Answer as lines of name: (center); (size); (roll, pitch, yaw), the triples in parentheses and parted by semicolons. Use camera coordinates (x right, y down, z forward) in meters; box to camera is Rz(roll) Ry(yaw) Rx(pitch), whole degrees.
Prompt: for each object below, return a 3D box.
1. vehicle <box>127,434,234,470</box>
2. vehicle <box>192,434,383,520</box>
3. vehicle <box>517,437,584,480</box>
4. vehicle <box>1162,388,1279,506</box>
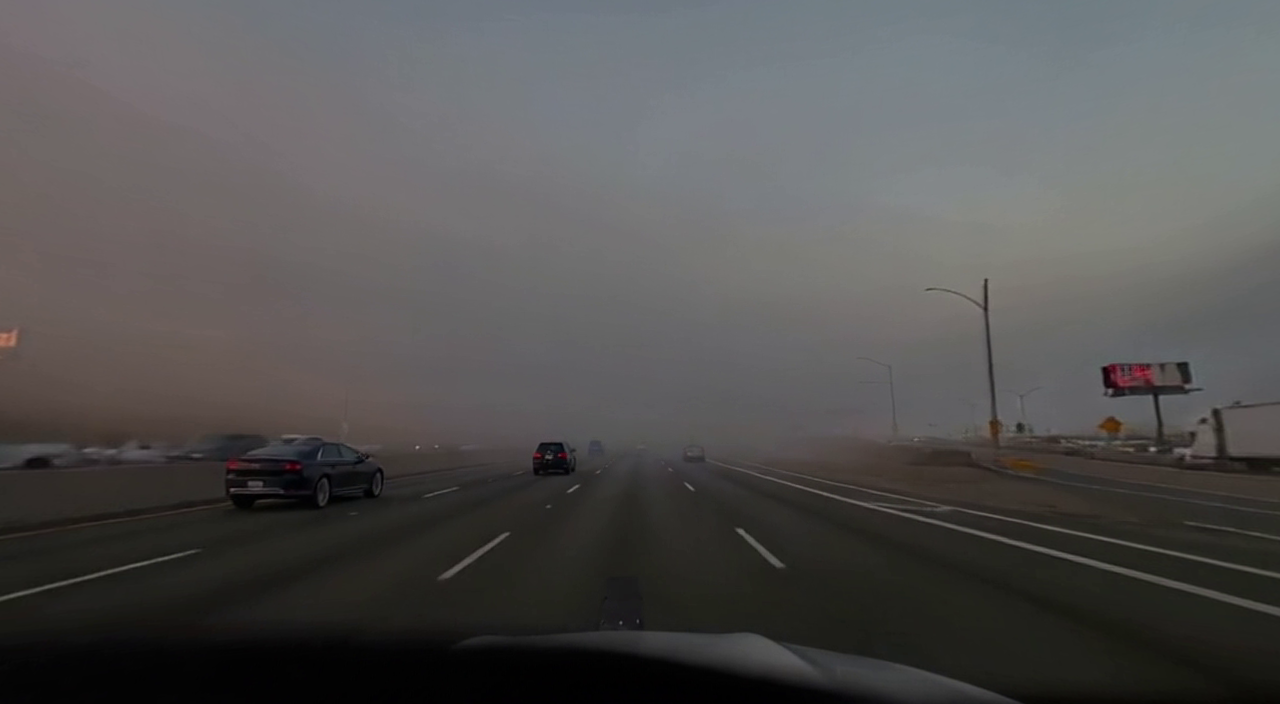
vehicle: (-23.051, 5.039, 31.840); (1.946, 1.682, 4.480); (1, -9, 0)
vehicle: (-7.190, 2.557, 13.342); (1.865, 1.518, 3.620); (1, -9, 1)
vehicle: (-3.477, 4.234, 25.241); (2.001, 1.577, 4.055); (1, -9, 1)
vehicle: (21.081, 3.004, 19.718); (2.958, 3.538, 8.761); (-1, -9, 9)
